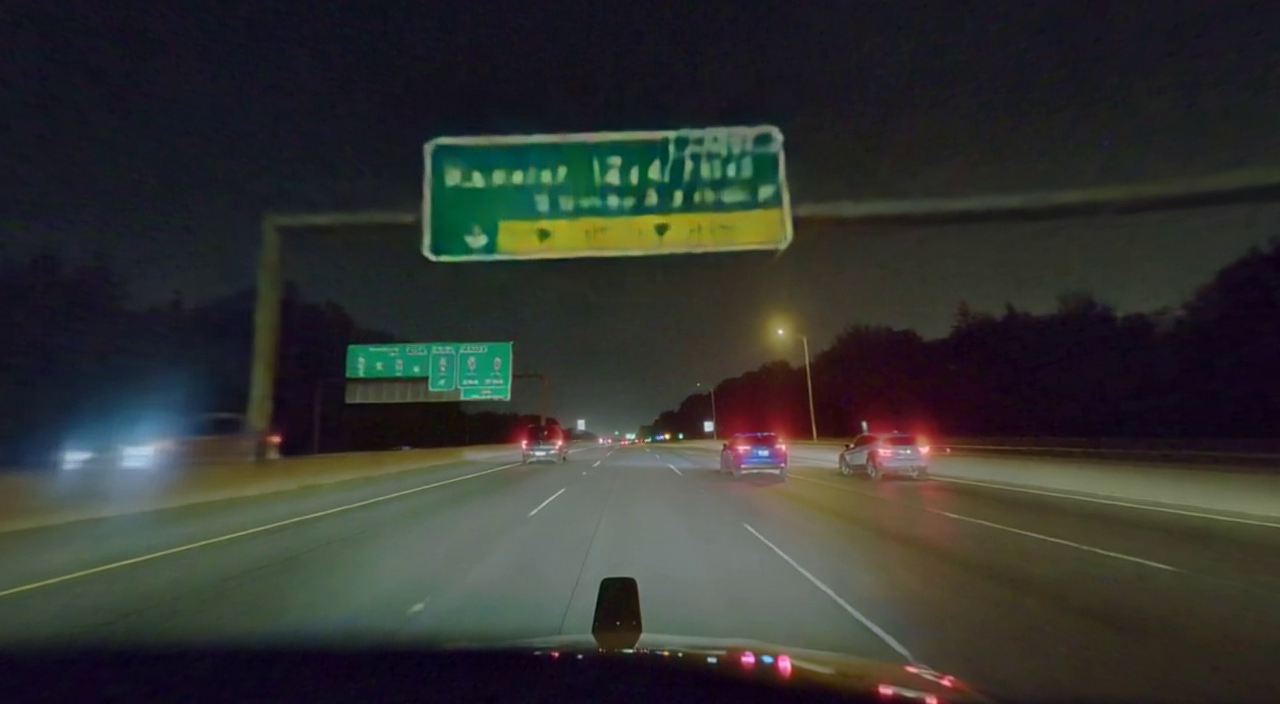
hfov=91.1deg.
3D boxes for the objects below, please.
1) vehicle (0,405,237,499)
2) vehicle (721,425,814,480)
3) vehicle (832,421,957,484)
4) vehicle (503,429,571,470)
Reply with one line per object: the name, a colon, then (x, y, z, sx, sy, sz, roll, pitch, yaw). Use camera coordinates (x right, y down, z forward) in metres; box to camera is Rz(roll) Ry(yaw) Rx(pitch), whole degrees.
vehicle: (-16.955, 3.257, 21.049, 2.361, 2.616, 6.862, 0, -8, -1)
vehicle: (3.958, 3.188, 20.238, 2.011, 1.576, 4.060, 0, -8, -2)
vehicle: (7.322, 2.910, 18.569, 1.956, 1.634, 3.935, 0, -8, -1)
vehicle: (-3.916, 3.780, 24.637, 2.032, 1.465, 4.316, 0, -8, -1)
